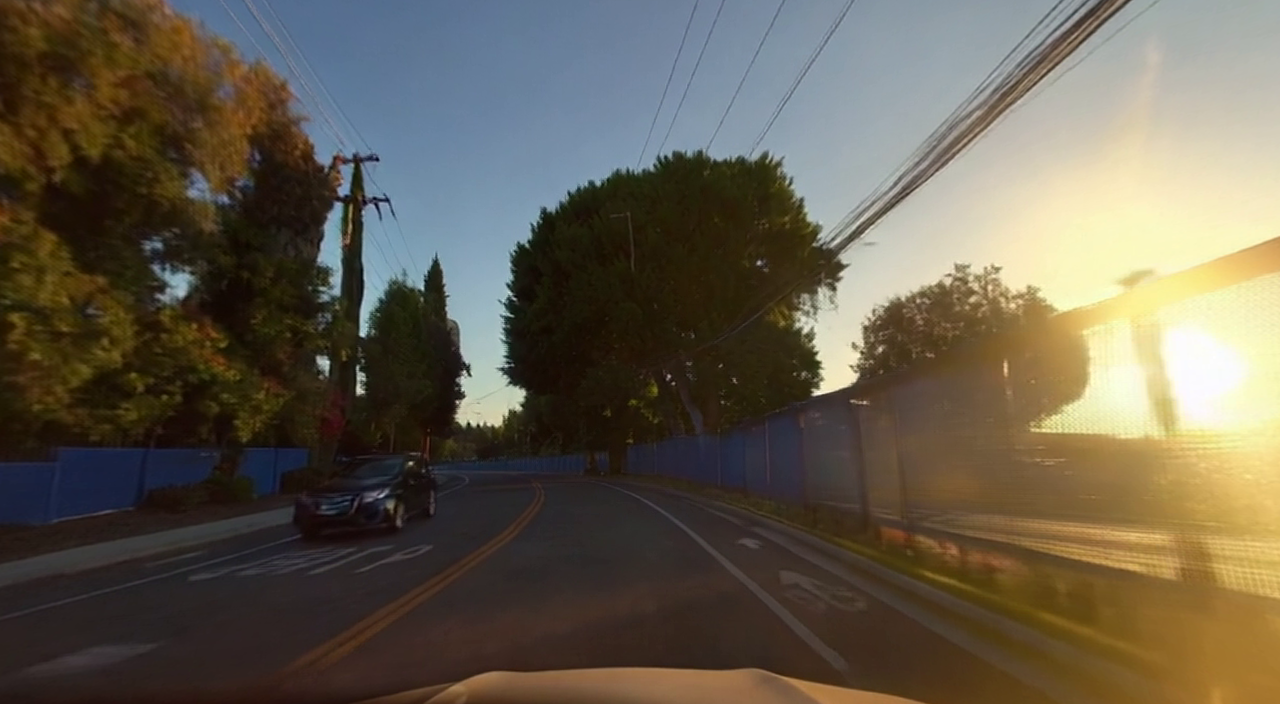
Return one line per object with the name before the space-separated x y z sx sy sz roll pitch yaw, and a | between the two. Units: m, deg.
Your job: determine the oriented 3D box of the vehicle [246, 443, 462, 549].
vehicle | -4.736 2.408 11.374 2.034 1.479 4.521 0 -9 -4
